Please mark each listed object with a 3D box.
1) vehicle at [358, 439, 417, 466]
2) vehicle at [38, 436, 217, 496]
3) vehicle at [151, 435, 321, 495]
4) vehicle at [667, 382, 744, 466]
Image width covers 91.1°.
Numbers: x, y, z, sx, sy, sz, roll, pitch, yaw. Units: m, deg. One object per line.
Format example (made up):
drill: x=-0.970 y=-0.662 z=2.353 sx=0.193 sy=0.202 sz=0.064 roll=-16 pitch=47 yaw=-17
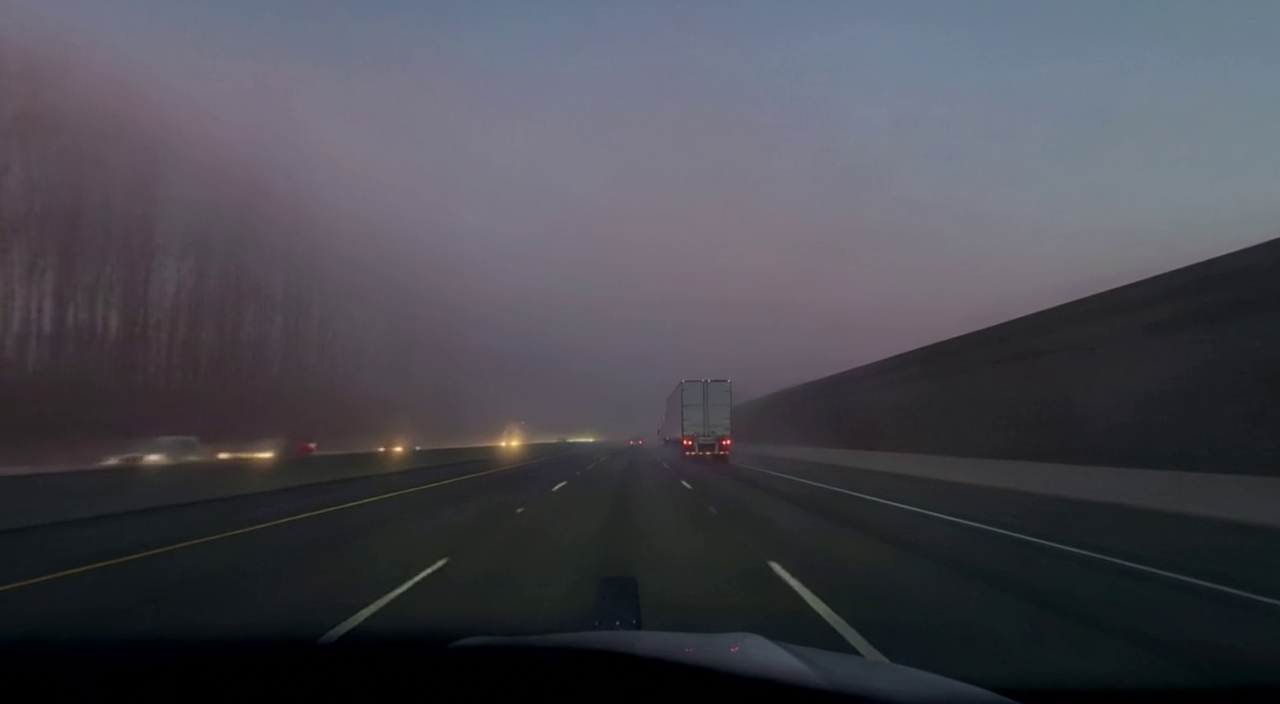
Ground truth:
vehicle: x=-15.789 y=6.268 z=39.547 sx=1.861 sy=1.556 sz=4.536 roll=0 pitch=-8 yaw=0
vehicle: x=-15.676 y=3.454 z=19.637 sx=1.905 sy=1.641 sz=4.417 roll=0 pitch=-8 yaw=-1
vehicle: x=-11.971 y=3.315 z=19.143 sx=1.993 sy=1.570 sz=4.855 roll=0 pitch=-8 yaw=-1
vehicle: x=3.552 y=4.548 z=38.830 sx=2.979 sy=4.161 sz=15.508 roll=0 pitch=-7 yaw=-1
